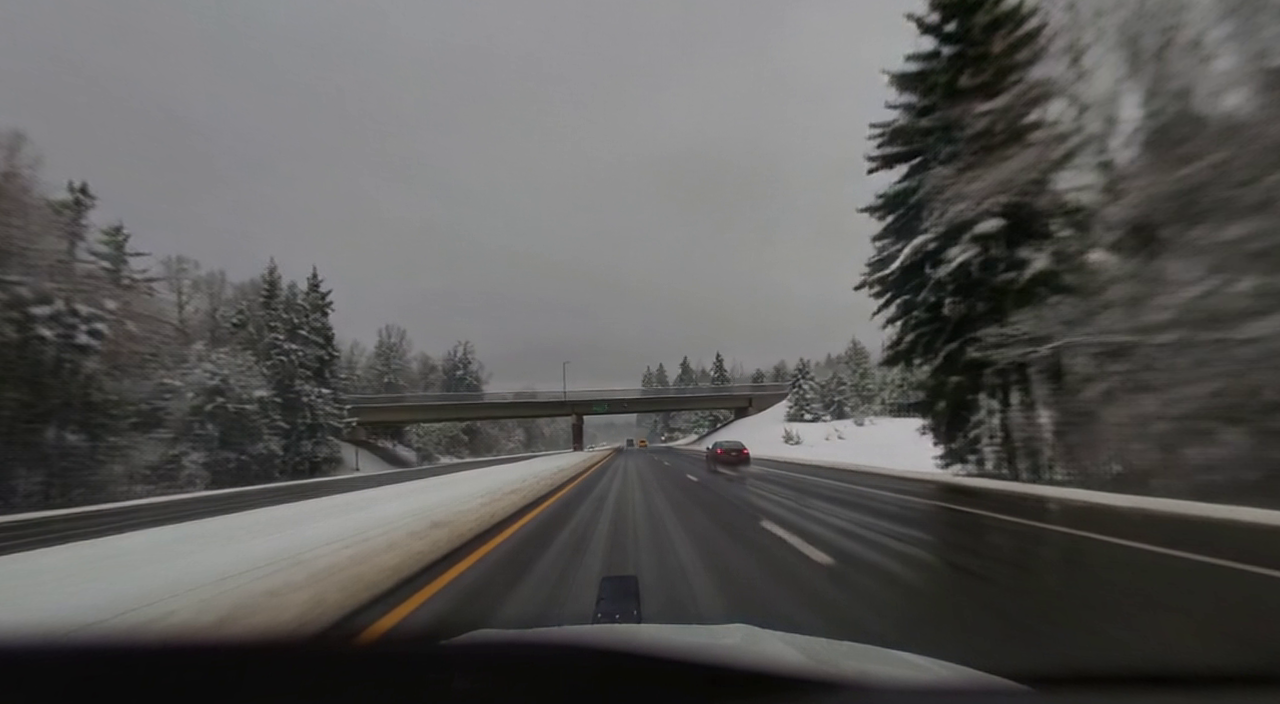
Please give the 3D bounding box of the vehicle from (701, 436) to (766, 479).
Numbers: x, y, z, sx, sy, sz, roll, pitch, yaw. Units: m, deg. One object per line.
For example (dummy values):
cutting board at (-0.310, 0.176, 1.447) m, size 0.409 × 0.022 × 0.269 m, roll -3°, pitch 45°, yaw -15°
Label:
vehicle at (3.449, 3.942, 23.862) m, size 1.781 × 1.470 × 3.540 m, roll 0°, pitch -8°, yaw -2°
